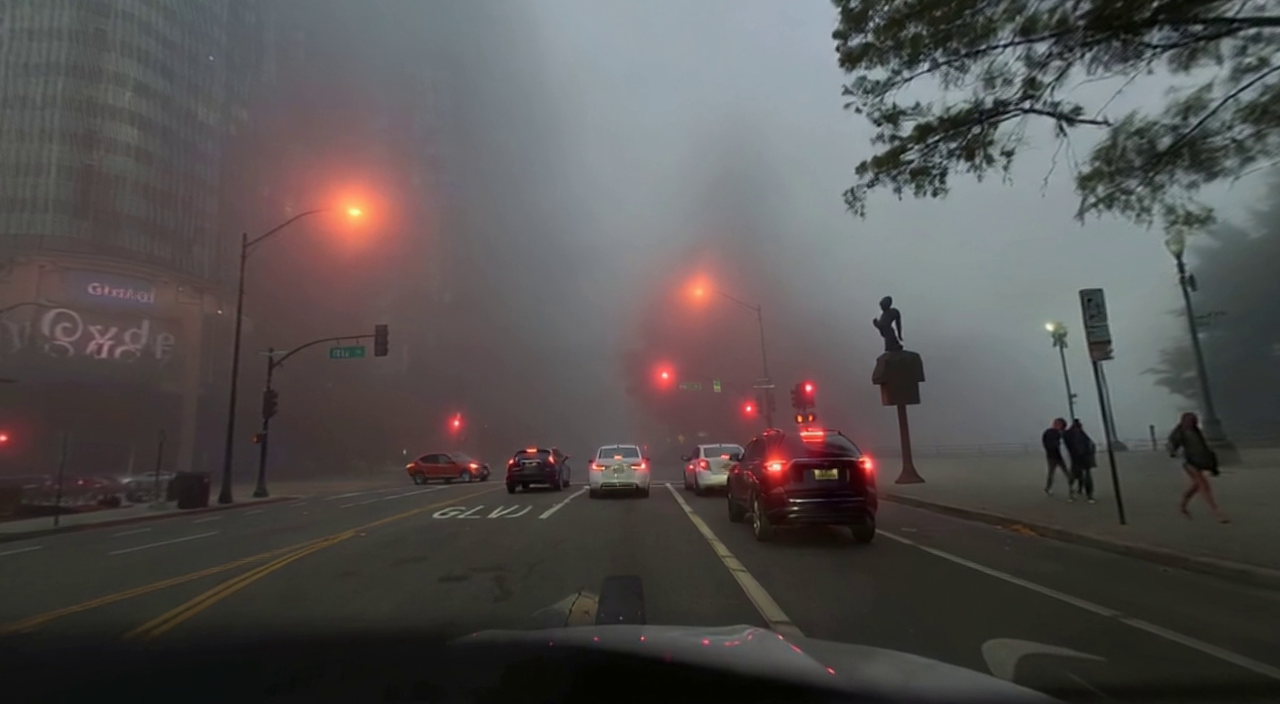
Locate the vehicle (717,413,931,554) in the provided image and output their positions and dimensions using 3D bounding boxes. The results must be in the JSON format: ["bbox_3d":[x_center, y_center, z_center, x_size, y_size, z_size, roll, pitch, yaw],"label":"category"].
[{"bbox_3d":[2.620,2.022,10.354,2.096,1.775,4.440,0,-9,-1],"label":"vehicle"}]

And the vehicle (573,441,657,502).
[{"bbox_3d":[-0.646,3.282,17.785,2.096,1.492,4.071,0,-9,-1],"label":"vehicle"}]

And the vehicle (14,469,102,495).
[{"bbox_3d":[-40.234,8.992,43.739,4.224,1.622,1.808,0,-9,-1],"label":"vehicle"}]

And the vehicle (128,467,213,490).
[{"bbox_3d":[-32.436,8.729,43.705,4.392,1.427,1.764,0,-9,0],"label":"vehicle"}]

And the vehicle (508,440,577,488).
[{"bbox_3d":[-3.608,4.243,24.206,2.045,1.633,4.864,0,-9,-2],"label":"vehicle"}]

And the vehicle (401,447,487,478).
[{"bbox_3d":[-11.947,6.747,38.664,4.855,1.769,2.071,3,-9,-18],"label":"vehicle"}]
